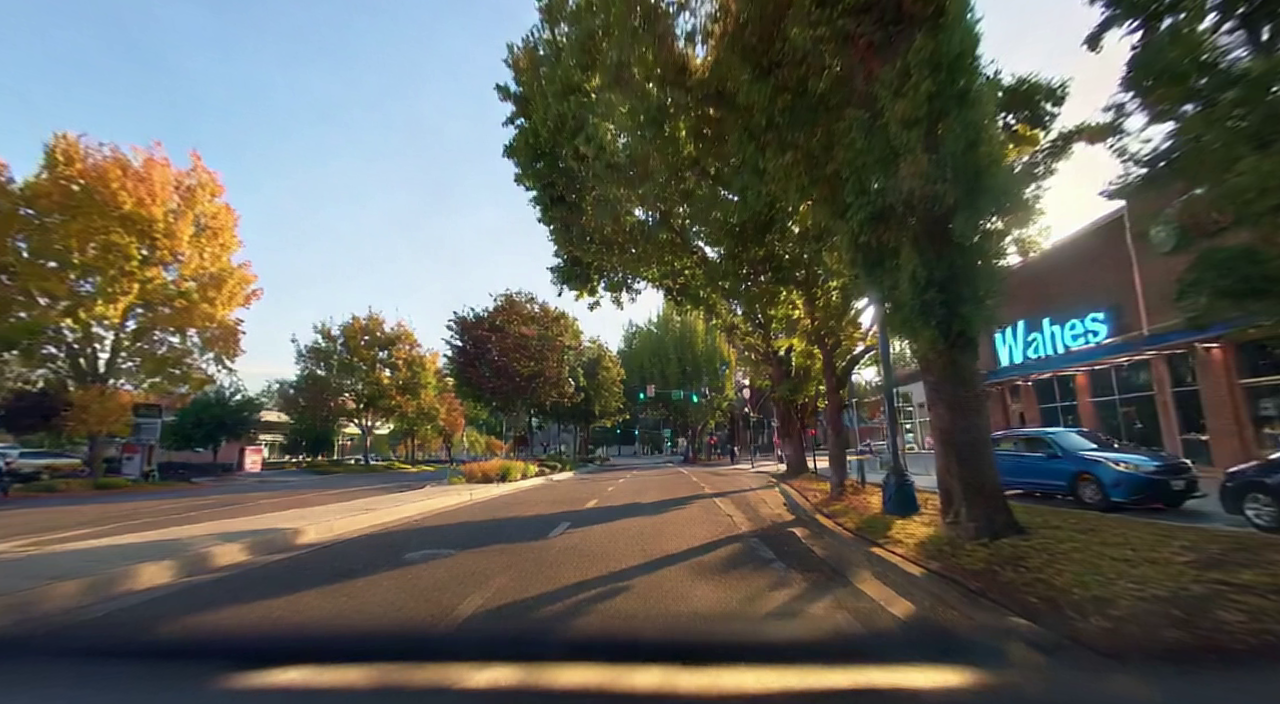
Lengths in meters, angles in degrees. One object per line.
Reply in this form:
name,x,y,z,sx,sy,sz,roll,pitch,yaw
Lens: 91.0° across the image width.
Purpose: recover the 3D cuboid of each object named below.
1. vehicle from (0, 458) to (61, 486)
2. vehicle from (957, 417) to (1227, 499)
vehicle,-39.361,7.495,39.394,1.928,1.600,4.554,0,-9,-1
vehicle,12.811,3.037,18.309,5.788,2.002,2.377,-3,-7,5
